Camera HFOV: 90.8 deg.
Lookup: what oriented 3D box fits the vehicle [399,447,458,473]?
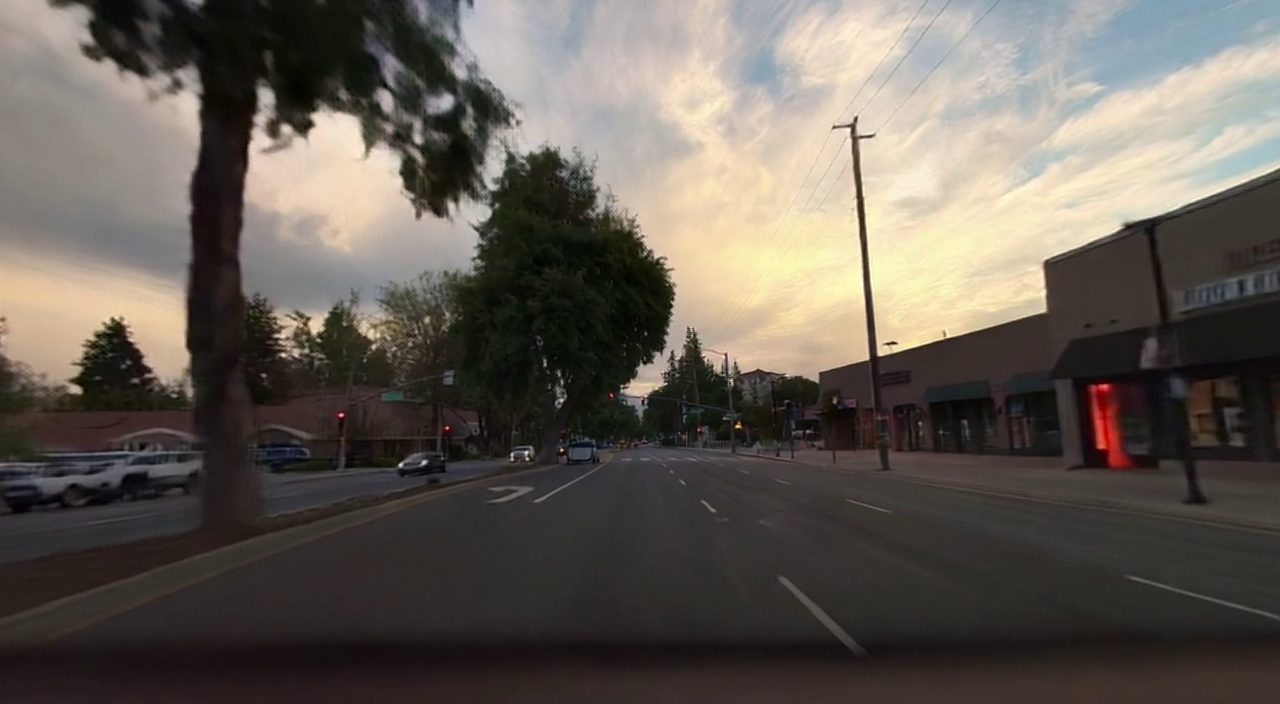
[{"bbox_3d":[-12.875,6.579,38.776,2.034,1.447,4.484,0,-9,0],"label":"vehicle"}]

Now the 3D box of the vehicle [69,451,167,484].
[{"bbox_3d":[-26.692,5.889,32.493,1.788,1.538,3.788,0,-9,0],"label":"vehicle"}]

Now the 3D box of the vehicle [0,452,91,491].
[{"bbox_3d":[-26.614,5.108,27.327,1.775,1.479,4.572,0,-9,-3],"label":"vehicle"}]

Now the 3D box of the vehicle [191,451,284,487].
[{"bbox_3d":[-19.561,5.682,30.917,1.851,1.584,4.035,0,-9,0],"label":"vehicle"}]
